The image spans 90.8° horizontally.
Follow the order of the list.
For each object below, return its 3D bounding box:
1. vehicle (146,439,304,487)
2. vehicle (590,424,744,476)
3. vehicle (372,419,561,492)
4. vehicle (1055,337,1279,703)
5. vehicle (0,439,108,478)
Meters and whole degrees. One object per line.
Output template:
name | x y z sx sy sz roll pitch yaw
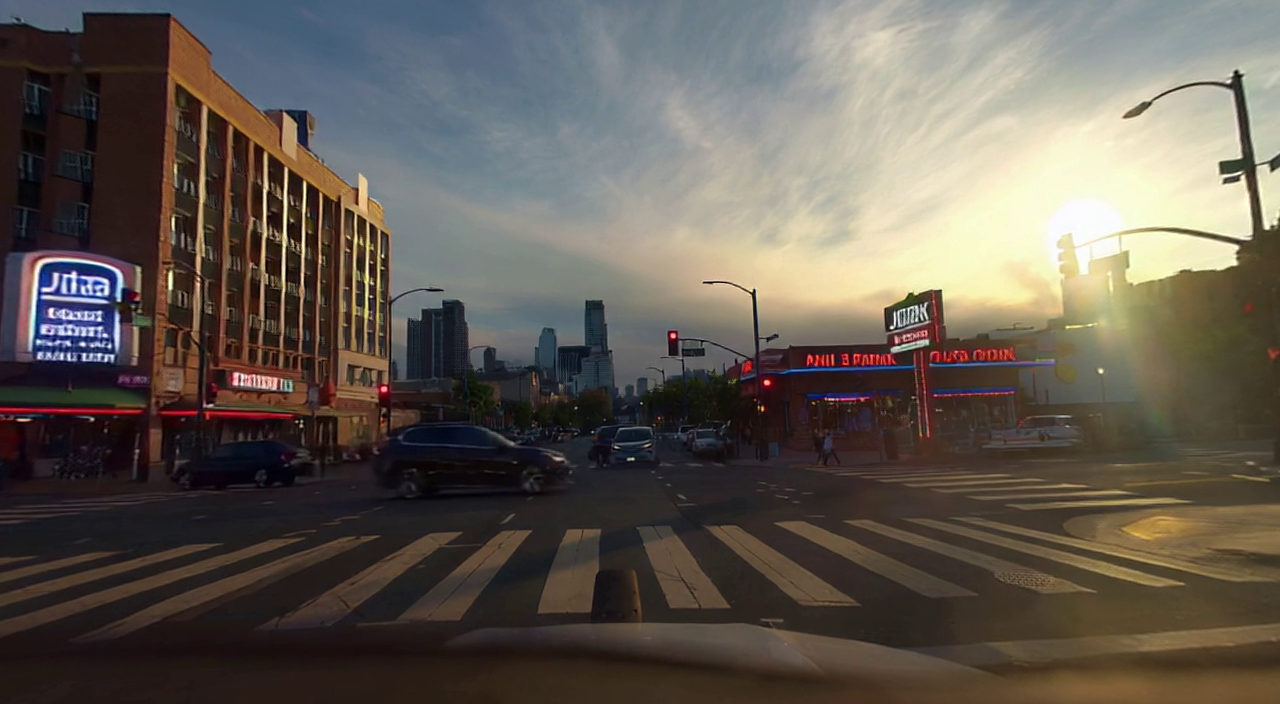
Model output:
vehicle | -15.473 4.152 23.811 4.513 1.682 1.810 1 -9 -8
vehicle | 0.792 3.117 20.248 4.612 1.521 1.811 1 -9 -9
vehicle | -4.298 2.641 16.333 4.446 1.714 1.830 1 -8 -7
vehicle | 3.018 0.610 0.878 1.866 1.654 4.354 0 -8 0
vehicle | -31.540 5.603 33.543 2.205 1.903 5.877 1 -9 -9
